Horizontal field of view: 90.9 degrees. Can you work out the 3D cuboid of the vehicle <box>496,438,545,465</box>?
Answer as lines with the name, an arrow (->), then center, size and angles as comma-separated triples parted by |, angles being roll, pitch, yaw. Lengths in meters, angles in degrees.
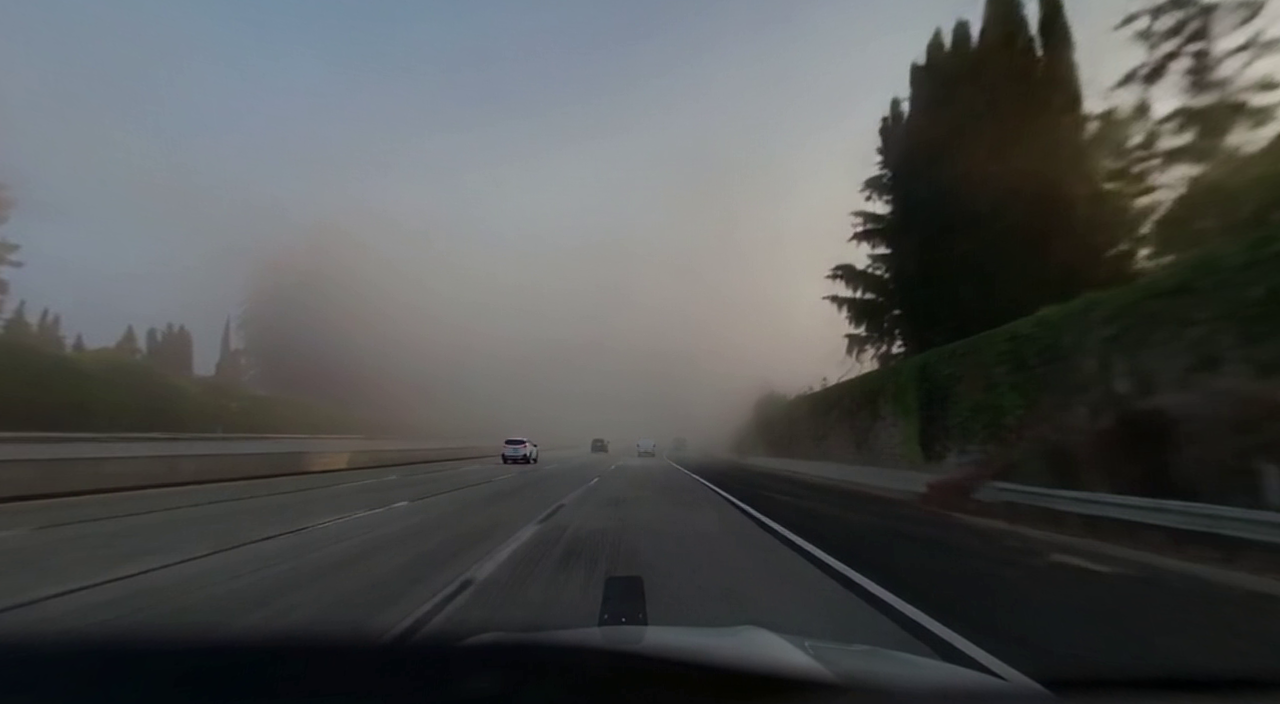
vehicle -> -6.993, 5.878, 37.320 | 1.966, 1.488, 4.243 | 0, -8, 1
